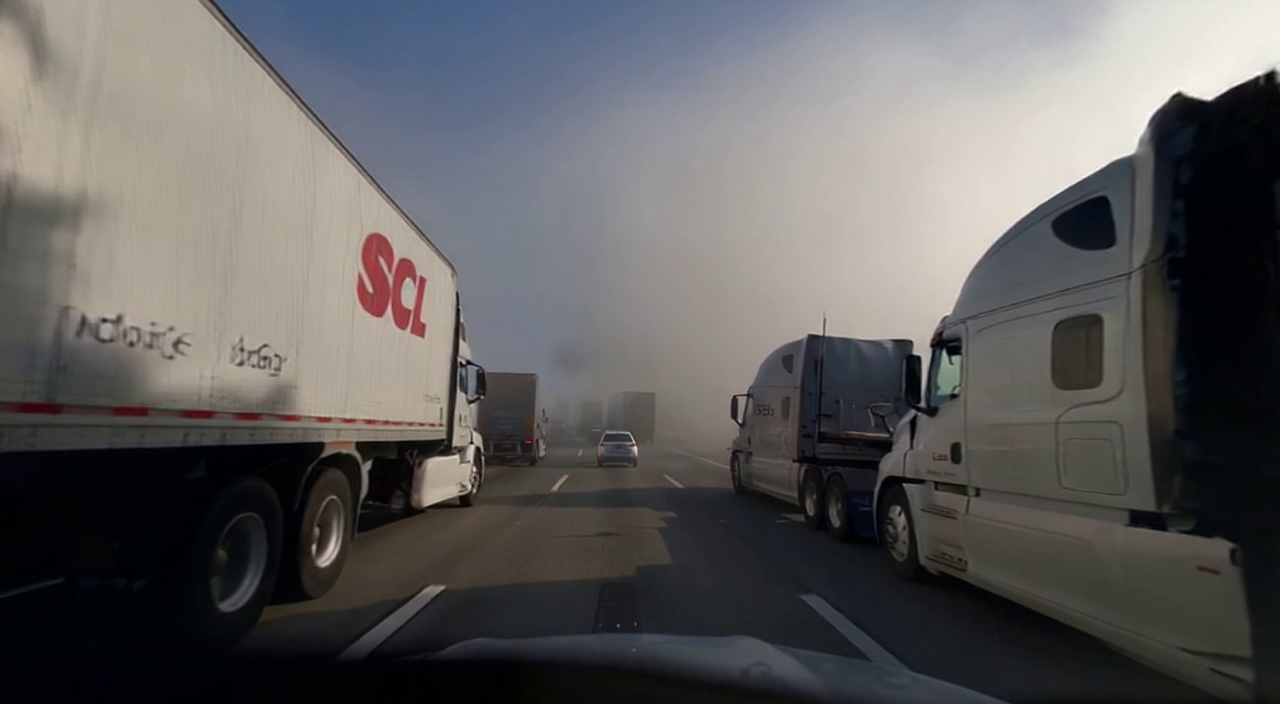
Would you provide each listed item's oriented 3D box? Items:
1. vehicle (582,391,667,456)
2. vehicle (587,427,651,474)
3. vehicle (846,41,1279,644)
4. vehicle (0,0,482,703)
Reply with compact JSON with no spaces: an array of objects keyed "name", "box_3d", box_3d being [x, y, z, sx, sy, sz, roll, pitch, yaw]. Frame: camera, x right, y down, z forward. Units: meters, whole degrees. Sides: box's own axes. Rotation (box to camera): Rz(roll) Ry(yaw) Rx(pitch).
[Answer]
[{"name":"vehicle","box_3d":[-1.554,5.474,47.149,2.899,4.112,13.912,2,-8,-16]},{"name":"vehicle","box_3d":[-0.888,3.598,23.262,2.060,1.540,4.374,1,-8,-6]},{"name":"vehicle","box_3d":[5.180,0.119,5.805,2.992,3.986,5.841,3,-8,-22]},{"name":"vehicle","box_3d":[-3.836,0.206,5.818,2.822,3.788,8.799,0,-8,-3]}]
